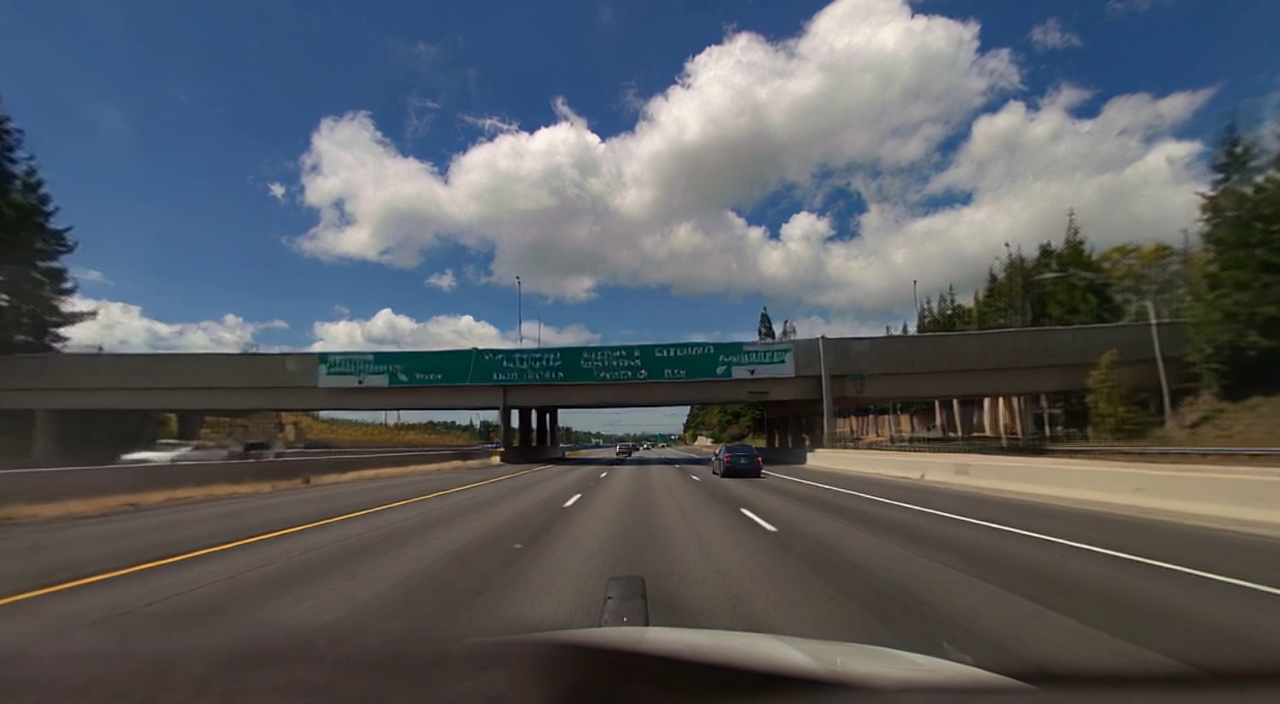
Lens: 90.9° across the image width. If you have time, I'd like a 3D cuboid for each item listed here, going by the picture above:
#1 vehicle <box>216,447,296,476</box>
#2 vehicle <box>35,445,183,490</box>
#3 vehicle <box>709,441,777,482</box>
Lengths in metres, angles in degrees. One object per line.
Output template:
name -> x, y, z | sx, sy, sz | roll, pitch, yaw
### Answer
vehicle -> -24.998, 7.116, 41.301 | 2.025, 1.774, 4.951 | 0, -8, 0
vehicle -> -21.788, 4.717, 26.213 | 2.032, 1.636, 4.720 | 0, -8, 0
vehicle -> 4.013, 4.320, 25.302 | 1.908, 1.483, 4.259 | 0, -8, -1
